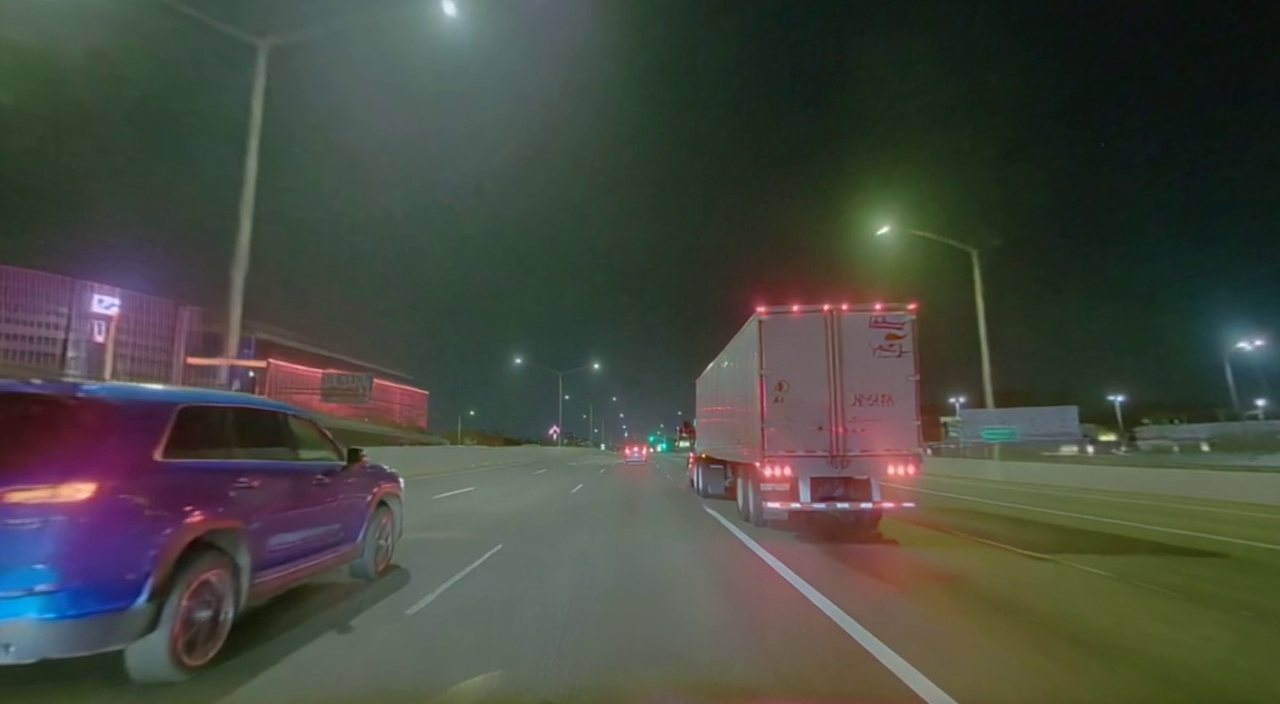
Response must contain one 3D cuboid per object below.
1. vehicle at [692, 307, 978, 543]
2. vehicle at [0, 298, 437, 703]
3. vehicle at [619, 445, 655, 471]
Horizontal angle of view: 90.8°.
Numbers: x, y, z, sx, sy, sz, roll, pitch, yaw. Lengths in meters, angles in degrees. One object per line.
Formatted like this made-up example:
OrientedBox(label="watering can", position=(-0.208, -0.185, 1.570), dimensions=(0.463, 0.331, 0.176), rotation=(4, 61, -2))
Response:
OrientedBox(label="vehicle", position=(3.173, 1.804, 14.434), dimensions=(2.934, 3.325, 10.986), rotation=(0, -9, 0))
OrientedBox(label="vehicle", position=(-3.357, 1.045, 4.529), dimensions=(2.229, 1.806, 4.698), rotation=(0, -9, 0))
OrientedBox(label="vehicle", position=(-0.172, 5.987, 35.914), dimensions=(1.929, 1.395, 3.999), rotation=(0, -9, 0))
